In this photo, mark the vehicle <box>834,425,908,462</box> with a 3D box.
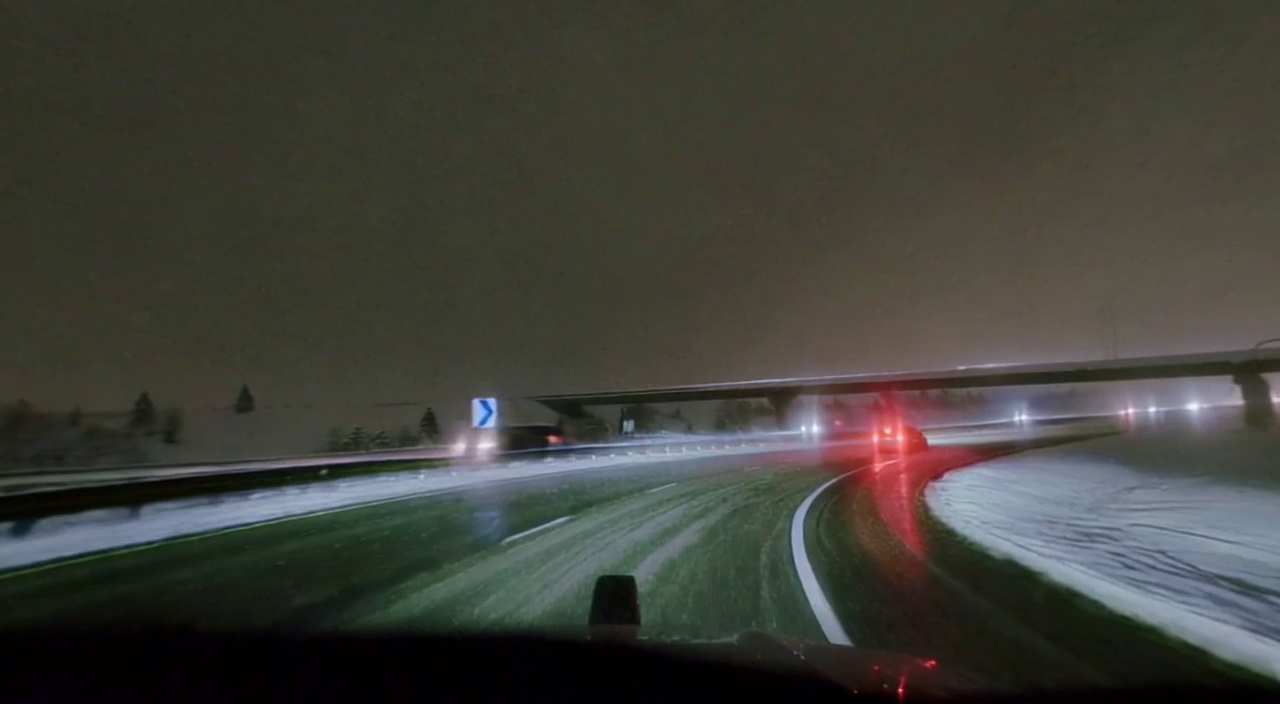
[{"bbox_3d":[10.700,4.183,28.999,2.028,1.440,3.970,-2,-7,38],"label":"vehicle"}]
